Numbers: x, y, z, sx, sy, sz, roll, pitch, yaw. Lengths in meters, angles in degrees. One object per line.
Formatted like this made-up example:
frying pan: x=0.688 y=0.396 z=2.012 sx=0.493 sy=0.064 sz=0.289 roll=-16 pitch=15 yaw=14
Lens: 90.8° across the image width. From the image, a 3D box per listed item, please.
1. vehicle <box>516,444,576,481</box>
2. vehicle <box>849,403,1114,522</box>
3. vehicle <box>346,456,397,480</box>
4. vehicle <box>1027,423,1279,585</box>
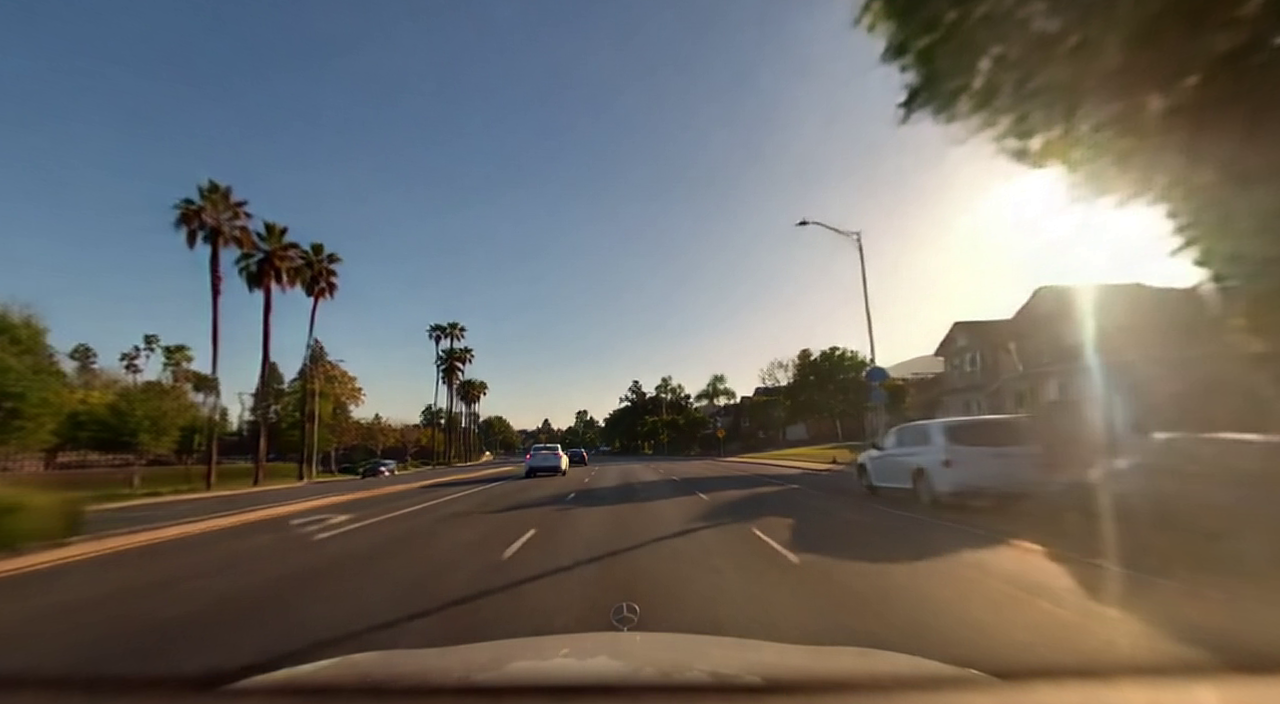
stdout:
vehicle: x=-4.040 y=4.819 z=27.949 sx=2.108 sy=1.475 sz=4.555 roll=0 pitch=-8 yaw=-2
vehicle: x=6.820 y=2.311 z=13.848 sx=2.418 sy=2.004 sz=6.128 roll=0 pitch=-8 yaw=0
vehicle: x=-20.120 y=8.701 z=47.510 sx=2.180 sy=1.539 sz=4.244 roll=-2 pitch=-8 yaw=-3
vehicle: x=6.947 y=1.678 z=7.622 sx=1.814 sy=1.521 sz=4.215 roll=0 pitch=-8 yaw=-1
